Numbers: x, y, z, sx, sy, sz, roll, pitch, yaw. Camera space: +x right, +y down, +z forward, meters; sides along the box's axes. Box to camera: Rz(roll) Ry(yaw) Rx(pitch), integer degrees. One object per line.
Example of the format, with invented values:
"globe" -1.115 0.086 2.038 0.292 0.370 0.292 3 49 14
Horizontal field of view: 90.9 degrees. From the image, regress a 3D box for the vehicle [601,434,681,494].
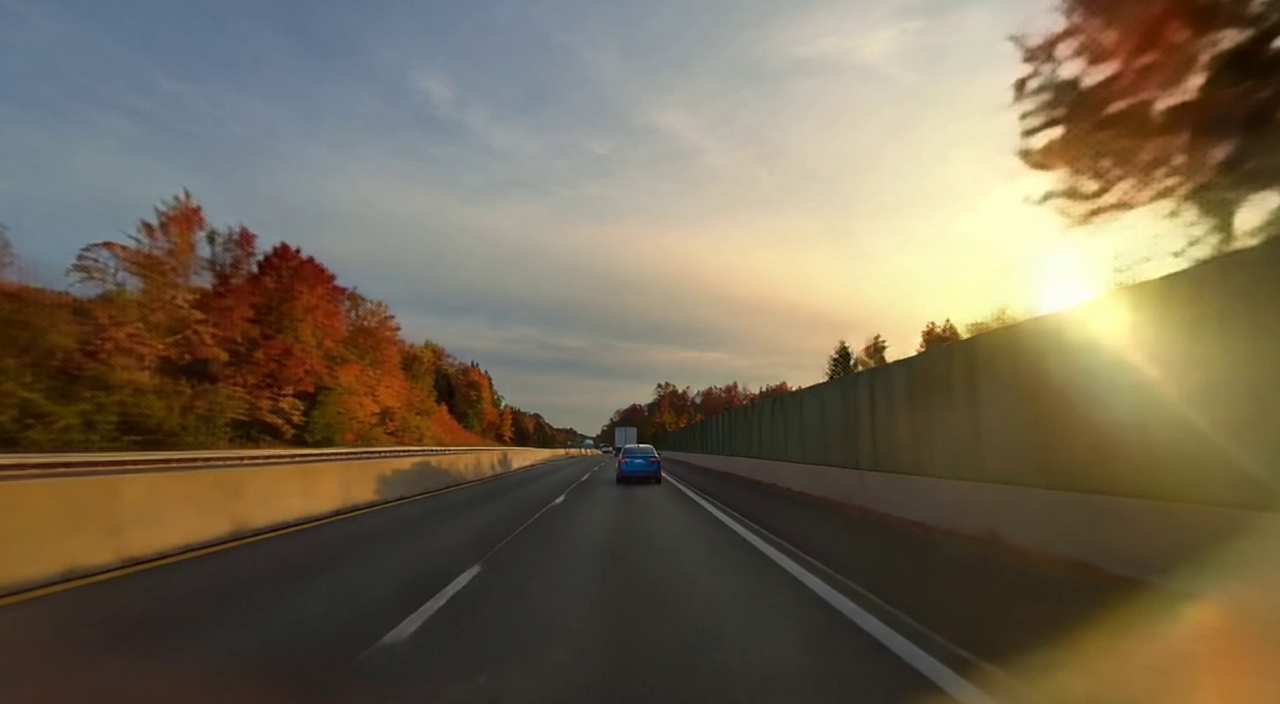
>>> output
"vehicle" -0.046 3.192 18.345 2.057 1.516 4.065 1 -8 -2
